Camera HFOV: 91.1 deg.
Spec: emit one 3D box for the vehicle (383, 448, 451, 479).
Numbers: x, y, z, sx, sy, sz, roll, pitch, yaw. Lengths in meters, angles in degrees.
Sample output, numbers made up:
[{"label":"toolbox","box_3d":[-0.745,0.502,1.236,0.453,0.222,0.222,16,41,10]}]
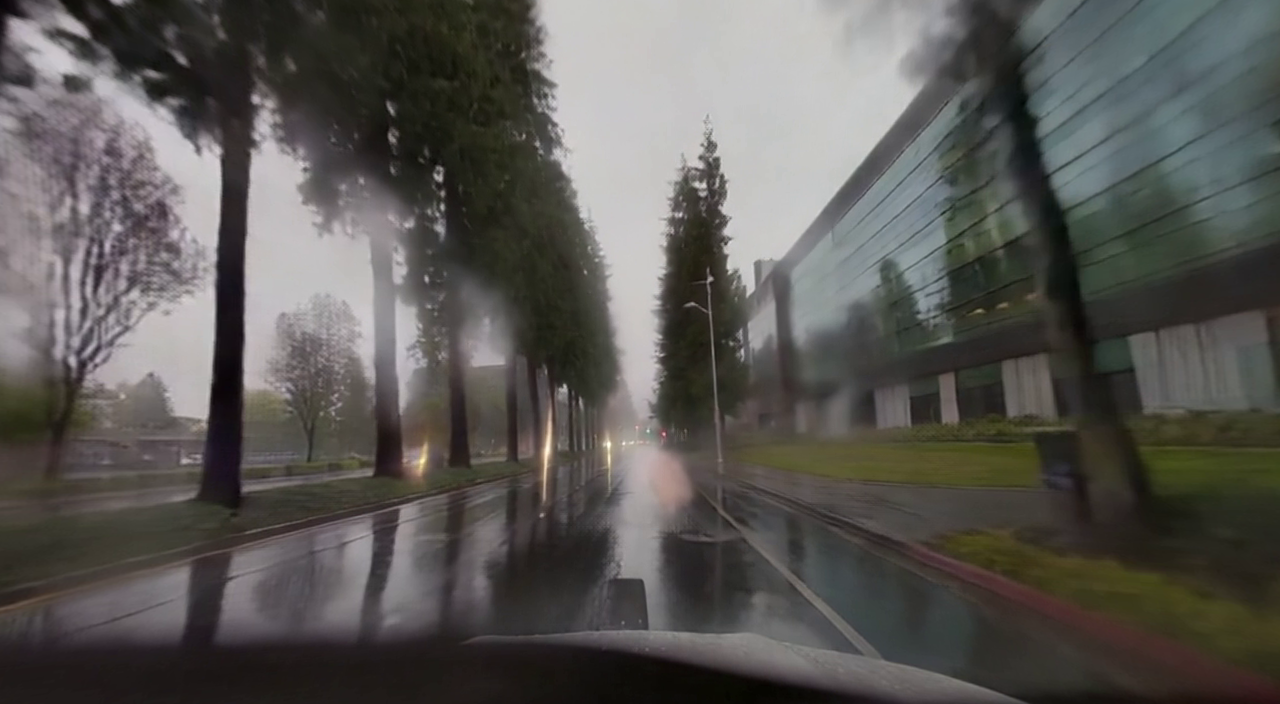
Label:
[{"label":"vehicle","box_3d":[-11.418,5.717,32.448,1.881,1.445,4.280,0,-8,1]}]
